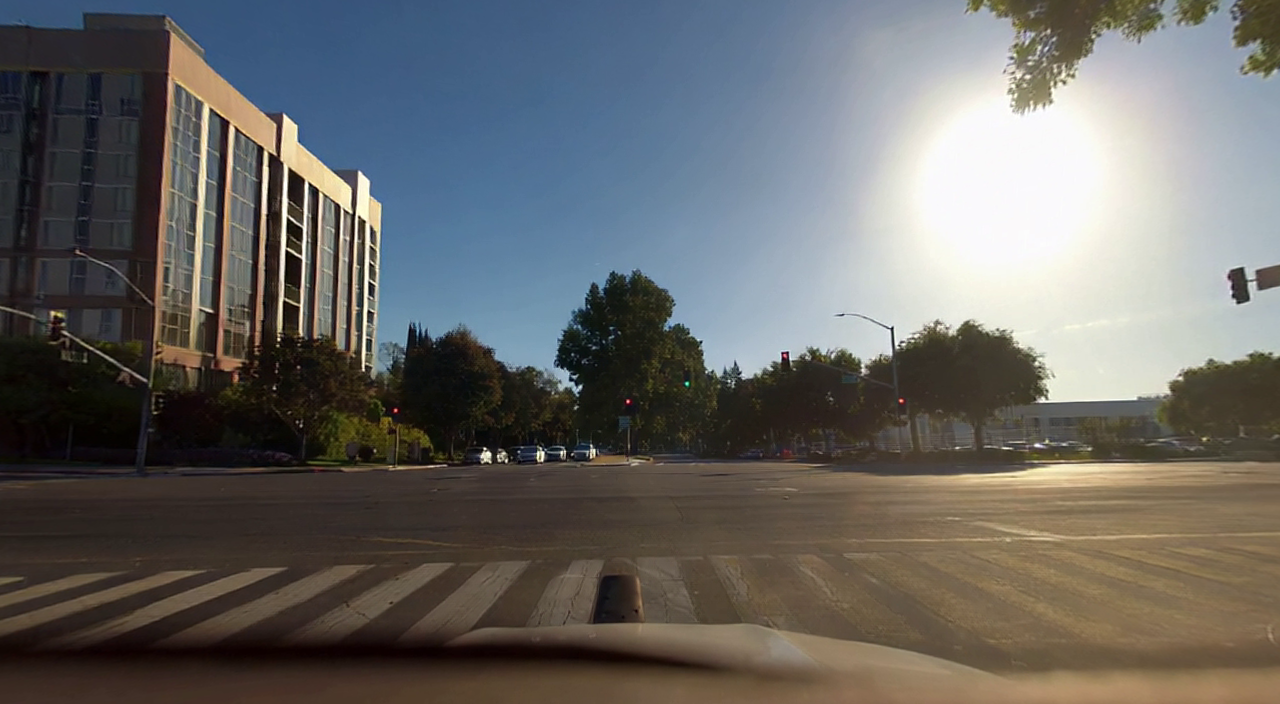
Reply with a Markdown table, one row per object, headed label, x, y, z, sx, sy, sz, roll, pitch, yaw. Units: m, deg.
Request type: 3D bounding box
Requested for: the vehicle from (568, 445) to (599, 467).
| label | x | y | z | sx | sy | sz | roll | pitch | yaw |
| --- | --- | --- | --- | --- | --- | --- | --- | --- | --- |
| vehicle | -4.390 | 8.131 | 49.747 | 2.130 | 1.613 | 4.121 | 0 | -8 | 0 |
